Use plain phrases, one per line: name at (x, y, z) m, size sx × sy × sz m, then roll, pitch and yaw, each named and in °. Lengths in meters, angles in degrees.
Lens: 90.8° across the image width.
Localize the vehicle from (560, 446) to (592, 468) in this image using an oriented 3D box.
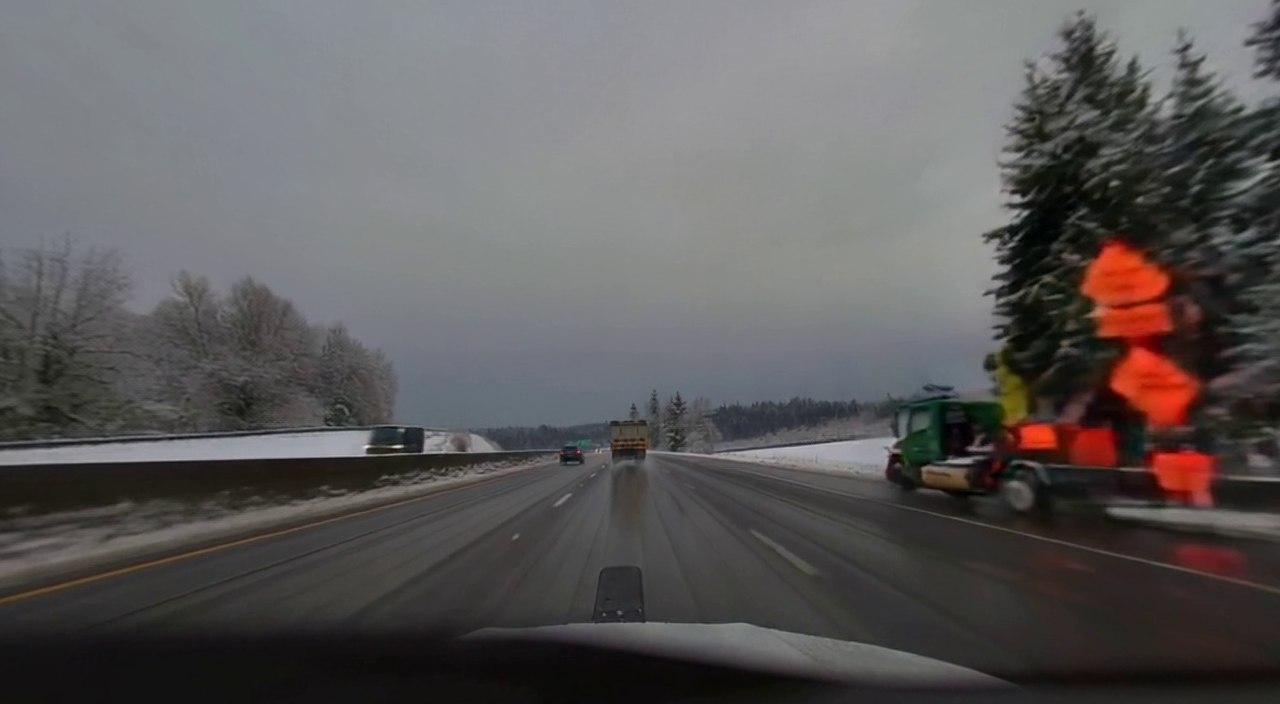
vehicle at (-4.606, 7.663, 46.198) m, size 1.991 × 1.484 × 4.110 m, roll 0°, pitch -9°, yaw -1°

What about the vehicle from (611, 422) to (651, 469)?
vehicle at (-0.727, 6.777, 45.607) m, size 2.672 × 3.056 × 6.900 m, roll 0°, pitch -9°, yaw -2°

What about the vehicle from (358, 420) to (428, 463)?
vehicle at (-15.700, 5.784, 40.510) m, size 2.189 × 2.529 × 5.808 m, roll 0°, pitch -9°, yaw -1°

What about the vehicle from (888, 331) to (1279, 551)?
vehicle at (6.996, 1.602, 11.323) m, size 2.419 × 2.874 × 6.010 m, roll 0°, pitch -9°, yaw -2°
